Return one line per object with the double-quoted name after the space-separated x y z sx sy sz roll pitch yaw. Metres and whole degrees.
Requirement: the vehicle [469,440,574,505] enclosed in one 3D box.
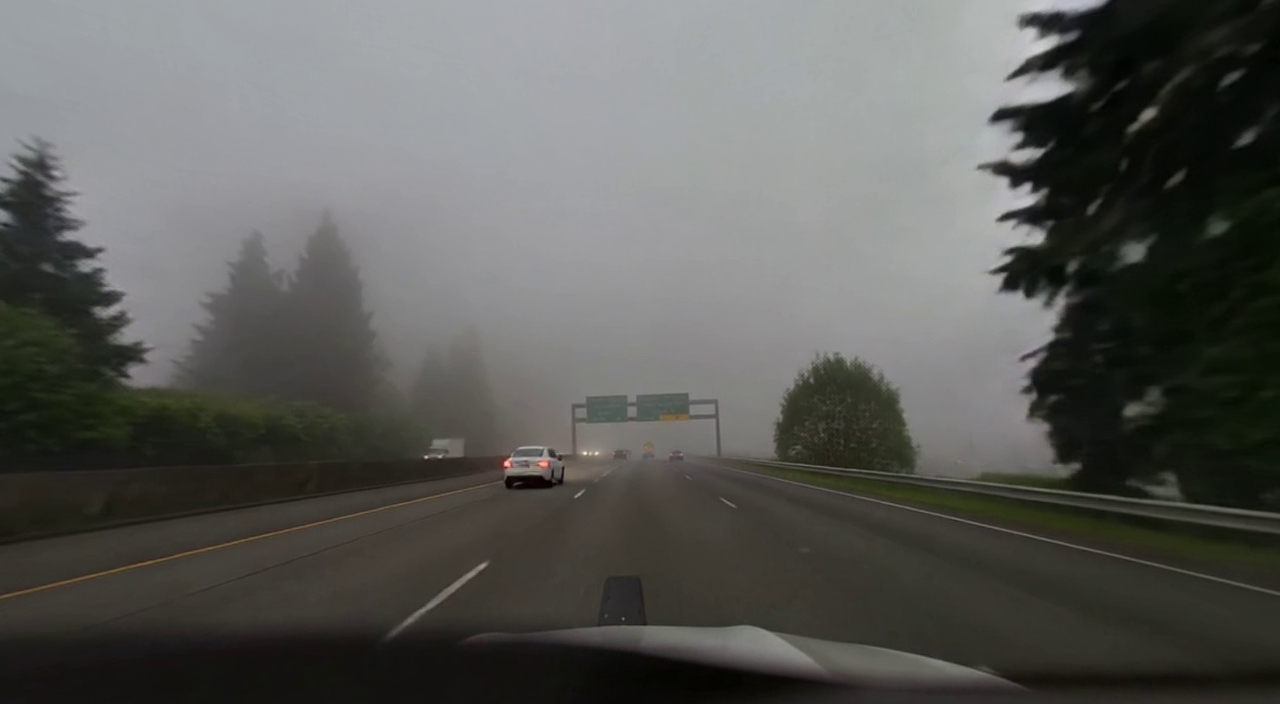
-3.066 3.221 17.243 1.936 1.545 4.116 0 -9 2 "vehicle"
